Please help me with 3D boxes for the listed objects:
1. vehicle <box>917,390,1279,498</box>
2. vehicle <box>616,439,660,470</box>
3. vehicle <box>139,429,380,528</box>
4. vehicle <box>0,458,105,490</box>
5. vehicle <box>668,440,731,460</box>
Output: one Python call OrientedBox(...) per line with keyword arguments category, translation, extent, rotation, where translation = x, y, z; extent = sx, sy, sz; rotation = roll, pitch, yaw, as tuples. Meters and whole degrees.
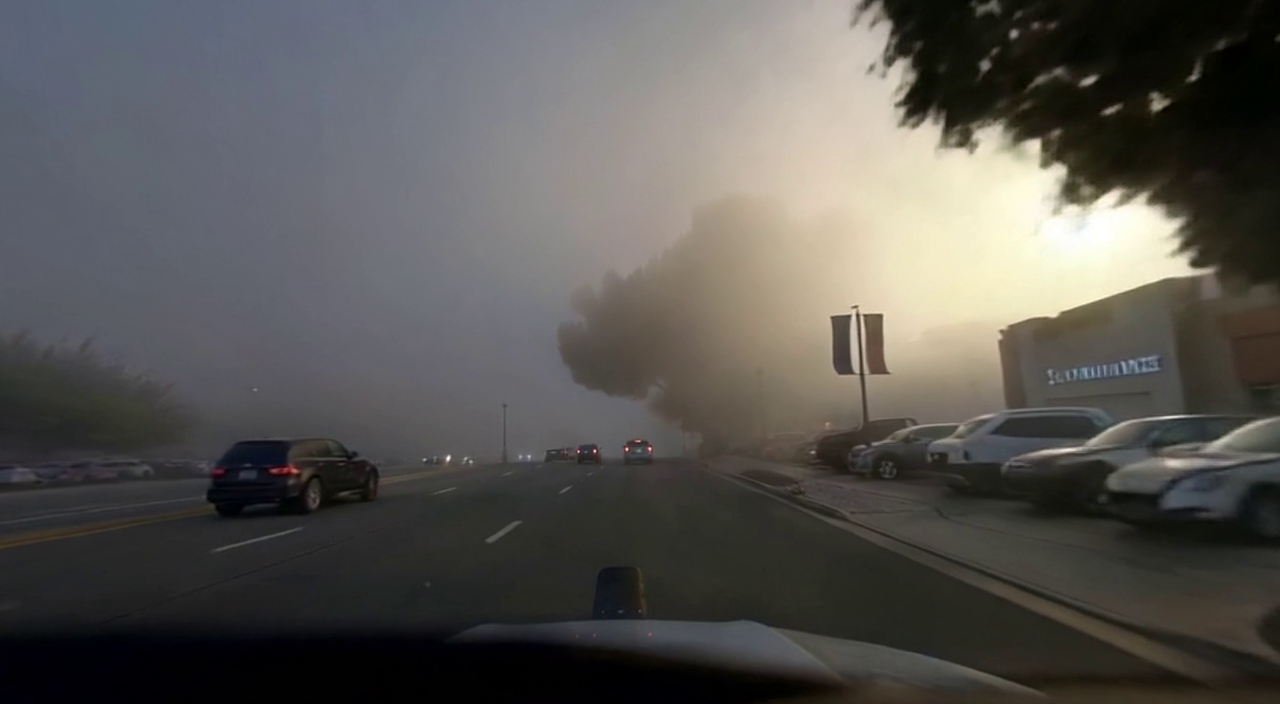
OrientedBox(category="vehicle", translation=(9.273, 1.881, 13.044), extent=(5.976, 1.994, 2.295), rotation=(0, -8, 0))
OrientedBox(category="vehicle", translation=(-0.142, 5.096, 31.552), extent=(2.061, 1.469, 3.954), rotation=(0, -9, -2))
OrientedBox(category="vehicle", translation=(-7.358, 2.480, 12.984), extent=(2.038, 1.649, 4.665), rotation=(0, -9, 0))
OrientedBox(category="vehicle", translation=(-36.789, 7.476, 38.957), extent=(5.479, 1.855, 2.167), rotation=(0, -9, 0))
OrientedBox(category="vehicle", translation=(4.651, 7.679, 49.467), extent=(4.619, 1.523, 1.873), rotation=(4, -9, -24))
